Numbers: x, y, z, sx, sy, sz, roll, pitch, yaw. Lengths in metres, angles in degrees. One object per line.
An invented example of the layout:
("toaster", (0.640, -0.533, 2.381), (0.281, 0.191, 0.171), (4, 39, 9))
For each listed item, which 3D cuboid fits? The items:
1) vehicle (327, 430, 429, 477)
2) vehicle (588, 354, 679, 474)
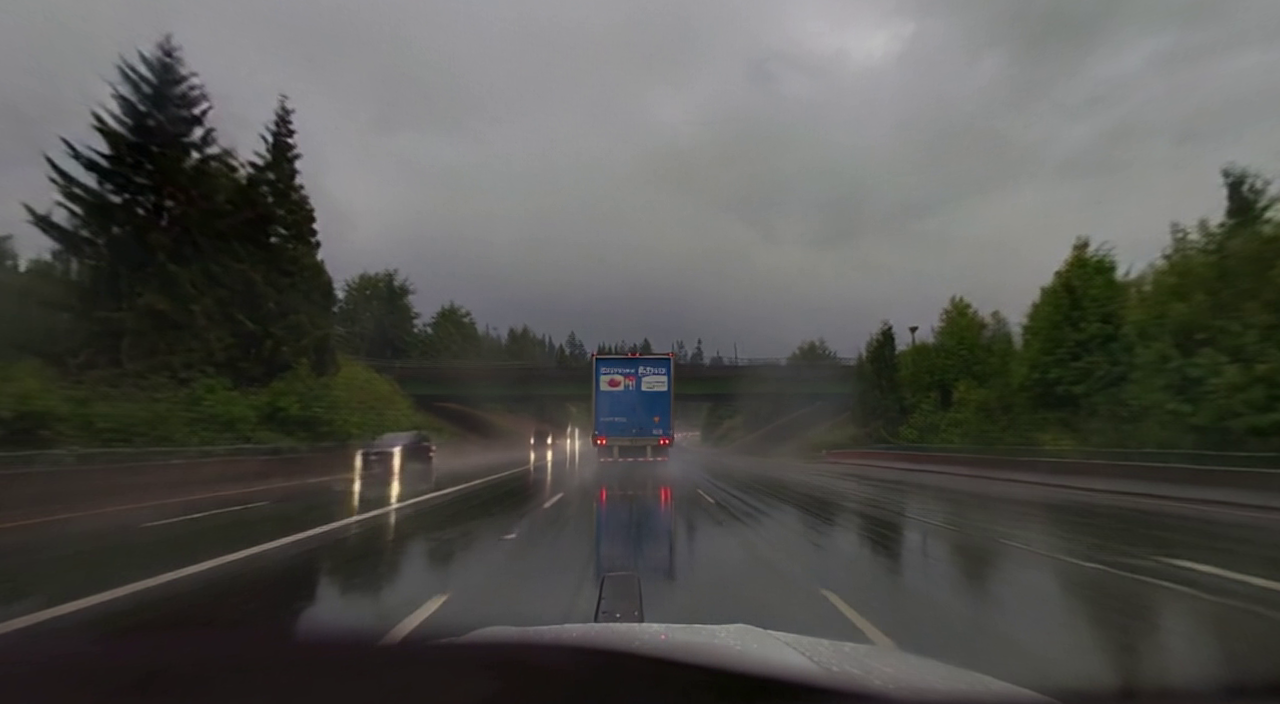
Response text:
("vehicle", (-8.997, 3.497, 22.027), (1.872, 1.461, 3.966), (0, -8, 0))
("vehicle", (-0.442, 2.646, 25.442), (2.895, 3.861, 10.213), (0, -8, -2))
